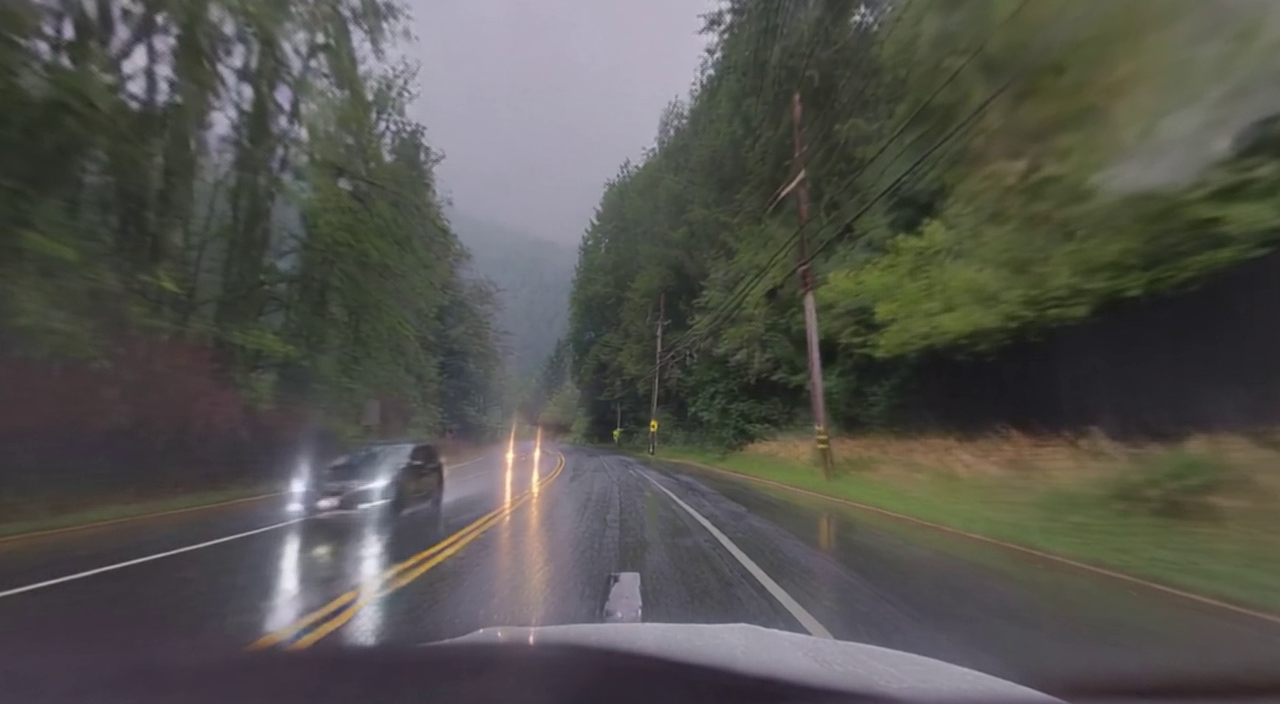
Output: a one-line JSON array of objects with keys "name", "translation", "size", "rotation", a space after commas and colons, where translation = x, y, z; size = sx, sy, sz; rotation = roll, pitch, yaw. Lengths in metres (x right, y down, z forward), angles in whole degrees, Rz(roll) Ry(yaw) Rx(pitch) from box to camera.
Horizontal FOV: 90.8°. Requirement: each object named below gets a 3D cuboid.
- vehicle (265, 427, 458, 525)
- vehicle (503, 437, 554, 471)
[{"name": "vehicle", "translation": [-5.486, 2.479, 13.236], "size": [2.143, 1.694, 4.326], "rotation": [0, -8, -2]}, {"name": "vehicle", "translation": [-5.859, 5.392, 33.692], "size": [2.165, 1.648, 4.605], "rotation": [1, -8, -4]}]
